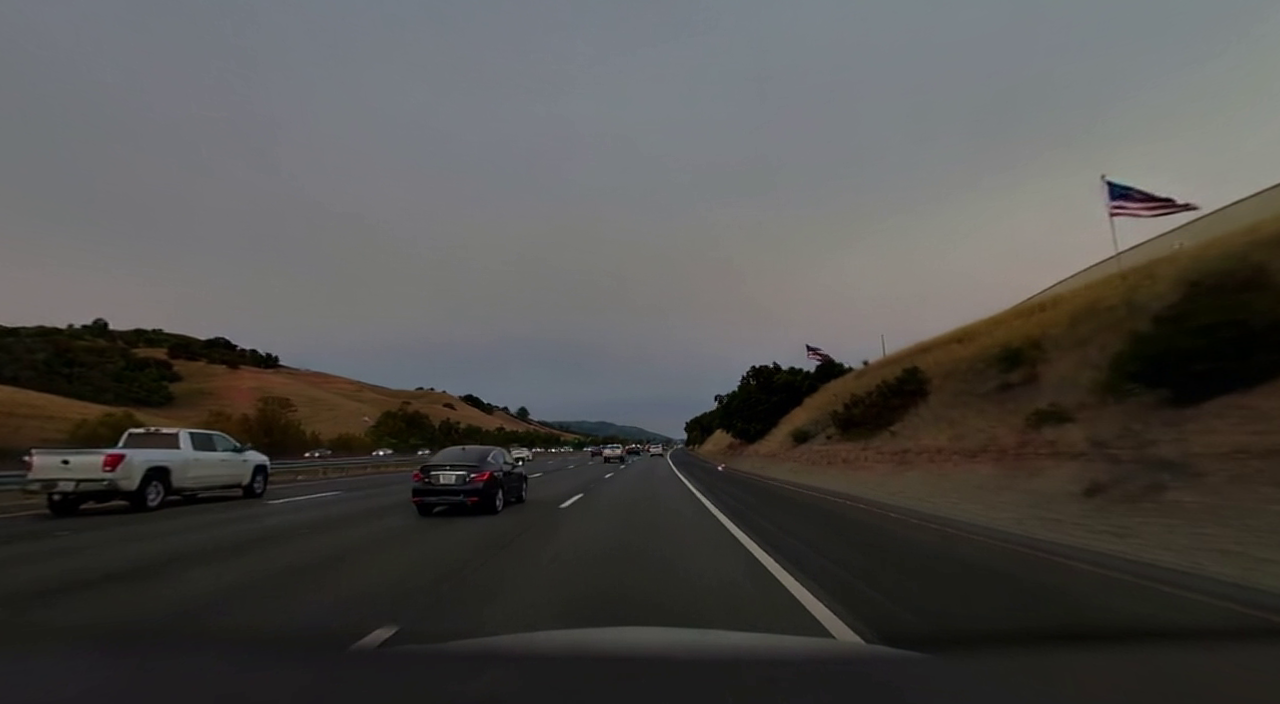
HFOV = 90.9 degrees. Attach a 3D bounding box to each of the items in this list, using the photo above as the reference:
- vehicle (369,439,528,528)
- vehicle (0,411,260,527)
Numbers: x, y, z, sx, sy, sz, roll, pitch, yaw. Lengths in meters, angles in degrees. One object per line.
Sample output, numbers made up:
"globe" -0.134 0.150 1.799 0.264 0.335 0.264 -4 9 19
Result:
"vehicle" -3.653 2.552 12.907 1.896 1.491 4.146 0 -8 1
"vehicle" -11.101 2.402 13.596 2.284 1.966 5.406 -1 -8 2
